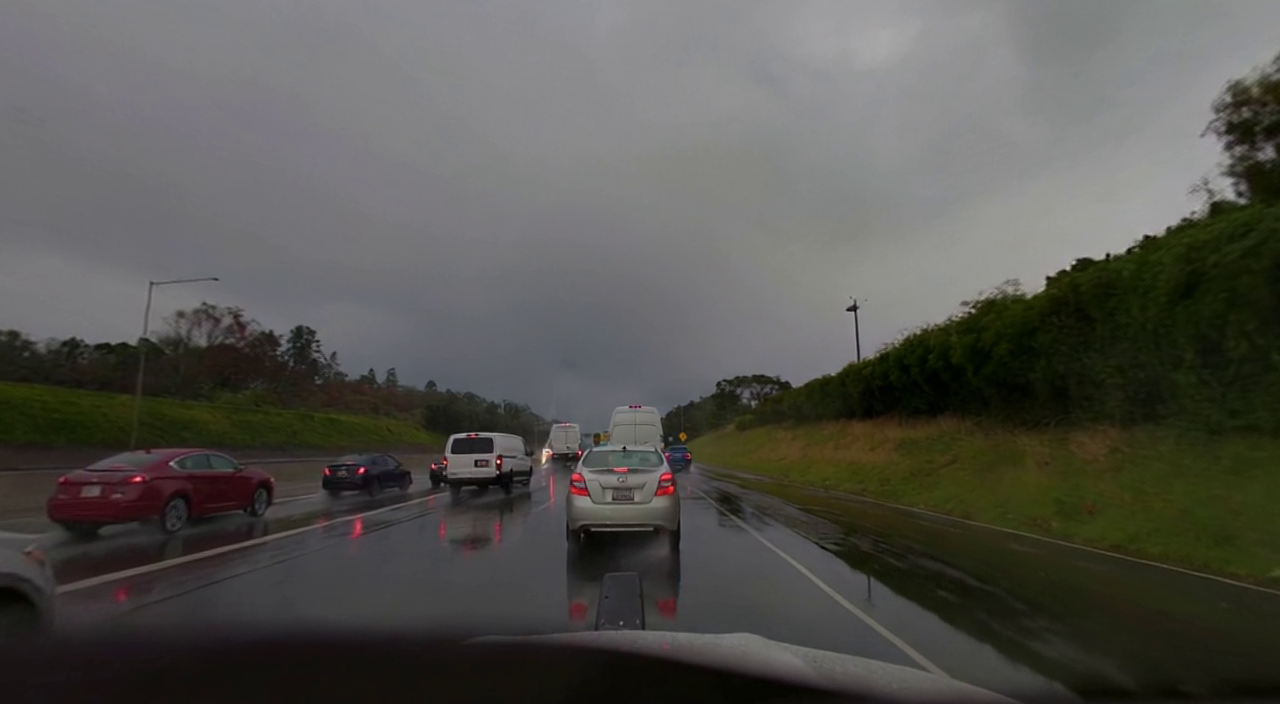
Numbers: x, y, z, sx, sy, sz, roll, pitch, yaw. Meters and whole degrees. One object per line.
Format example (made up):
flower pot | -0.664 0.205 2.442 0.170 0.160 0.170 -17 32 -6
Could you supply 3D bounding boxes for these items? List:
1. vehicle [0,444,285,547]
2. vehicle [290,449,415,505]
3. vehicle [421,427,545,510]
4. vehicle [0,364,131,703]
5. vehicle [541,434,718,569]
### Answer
vehicle | -8.707 2.445 11.474 1.884 1.484 4.389 -1 -9 1
vehicle | -8.397 3.640 18.847 1.826 1.465 3.916 -1 -9 1
vehicle | -4.046 3.102 17.205 2.055 1.913 4.584 -1 -9 2
vehicle | -3.633 0.637 0.941 2.029 1.656 4.437 0 -9 0
vehicle | -0.140 1.957 8.899 1.995 1.495 3.380 0 -9 -1
